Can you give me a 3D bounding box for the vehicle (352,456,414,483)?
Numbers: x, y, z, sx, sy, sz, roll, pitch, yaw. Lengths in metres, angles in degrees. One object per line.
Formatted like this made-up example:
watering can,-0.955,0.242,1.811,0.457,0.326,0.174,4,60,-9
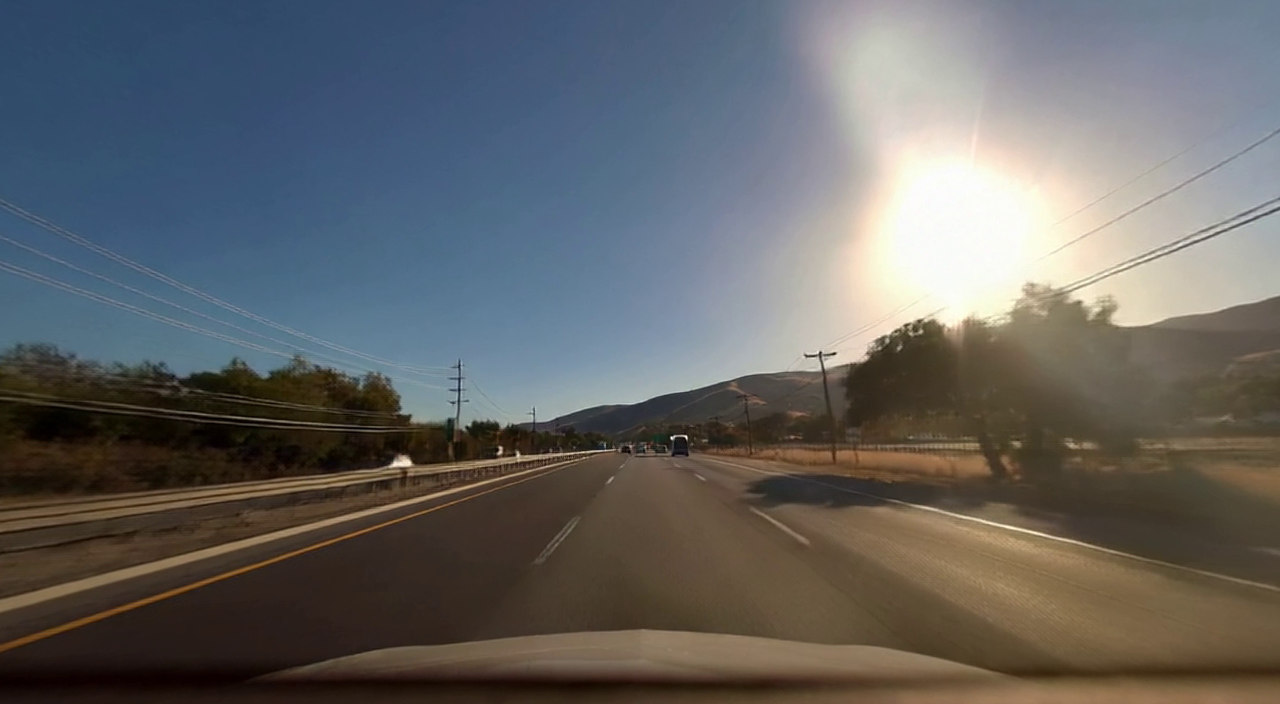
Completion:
vehicle,-16.408,7.513,40.532,1.884,1.476,4.798,0,-8,1
